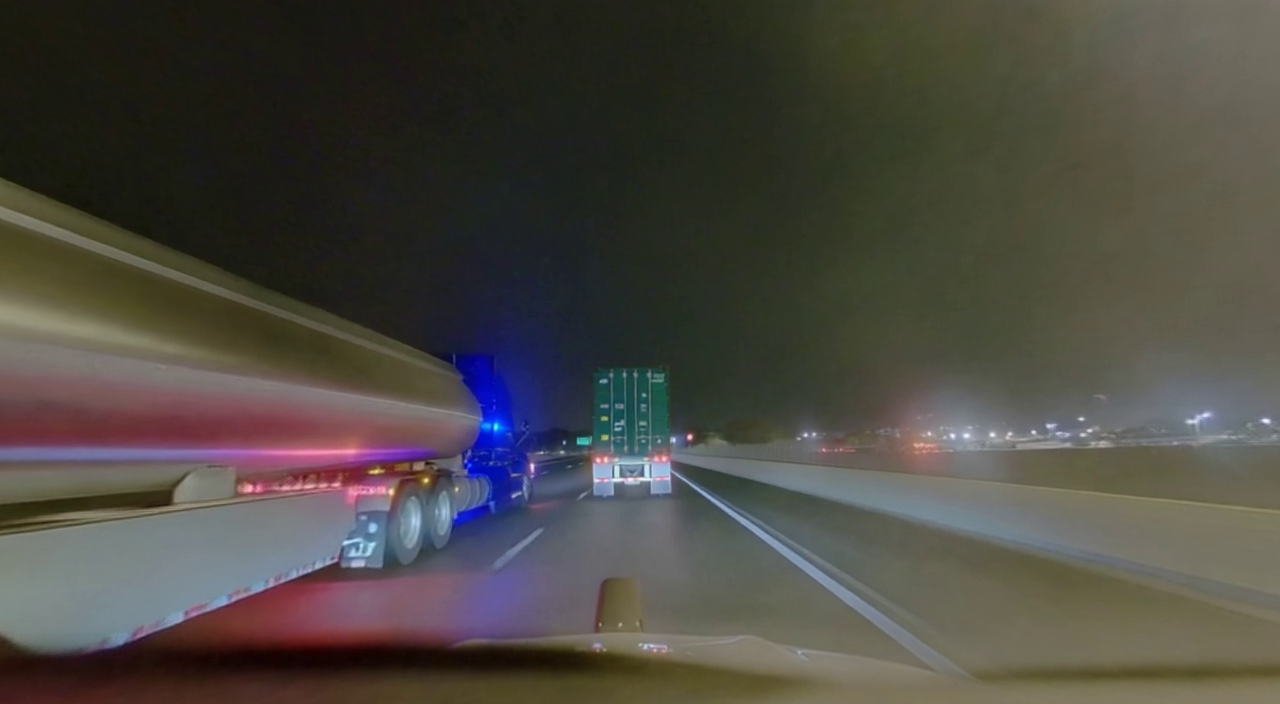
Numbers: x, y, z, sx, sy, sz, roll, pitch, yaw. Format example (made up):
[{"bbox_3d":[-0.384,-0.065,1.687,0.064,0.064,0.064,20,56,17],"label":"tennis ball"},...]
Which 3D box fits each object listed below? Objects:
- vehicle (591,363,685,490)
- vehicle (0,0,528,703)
[{"bbox_3d":[-0.012,3.227,25.640,2.942,4.003,11.297,0,-9,0],"label":"vehicle"},{"bbox_3d":[-4.216,0.284,5.175,3.267,3.655,17.154,0,-9,1],"label":"vehicle"}]
